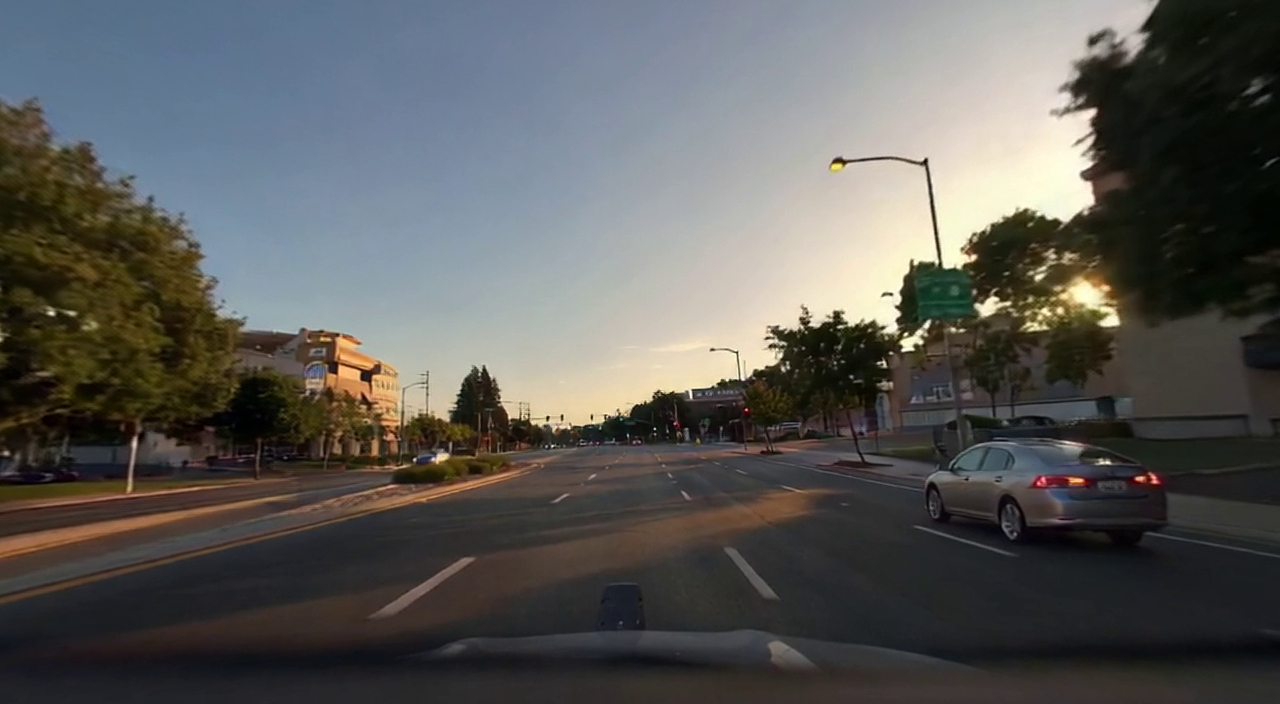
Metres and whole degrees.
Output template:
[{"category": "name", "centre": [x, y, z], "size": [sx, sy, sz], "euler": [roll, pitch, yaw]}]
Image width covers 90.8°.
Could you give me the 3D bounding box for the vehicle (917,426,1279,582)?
[{"category": "vehicle", "centre": [5.760, 1.803, 8.430], "size": [2.070, 1.491, 4.575], "euler": [0, -8, 1]}]
